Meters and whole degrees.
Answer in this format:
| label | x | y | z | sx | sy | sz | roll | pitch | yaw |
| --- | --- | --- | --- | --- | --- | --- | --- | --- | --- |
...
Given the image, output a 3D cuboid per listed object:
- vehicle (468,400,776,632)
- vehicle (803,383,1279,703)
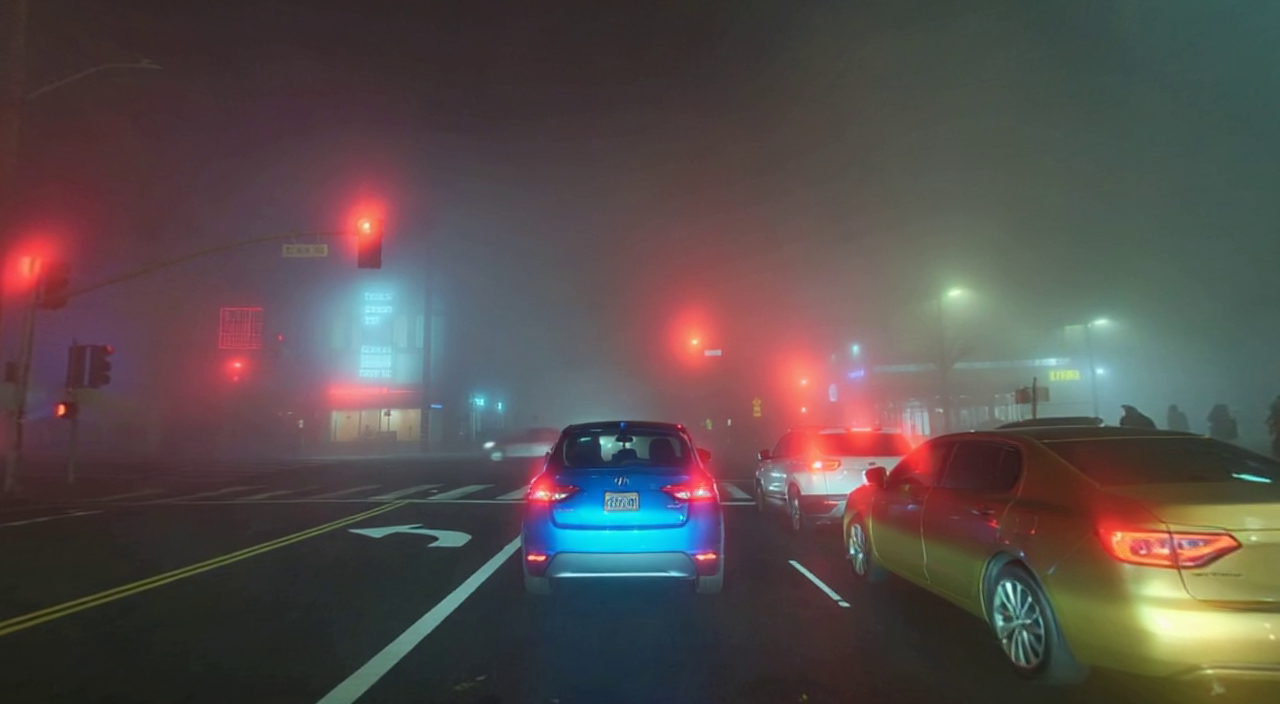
| label | x | y | z | sx | sy | sz | roll | pitch | yaw |
| --- | --- | --- | --- | --- | --- | --- | --- | --- | --- |
| vehicle | -0.146 | 1.485 | 6.804 | 2.123 | 1.589 | 4.702 | 0 | -8 | -1 |
| vehicle | 3.038 | 1.304 | 5.449 | 1.983 | 1.654 | 4.354 | 0 | -8 | -2 |
